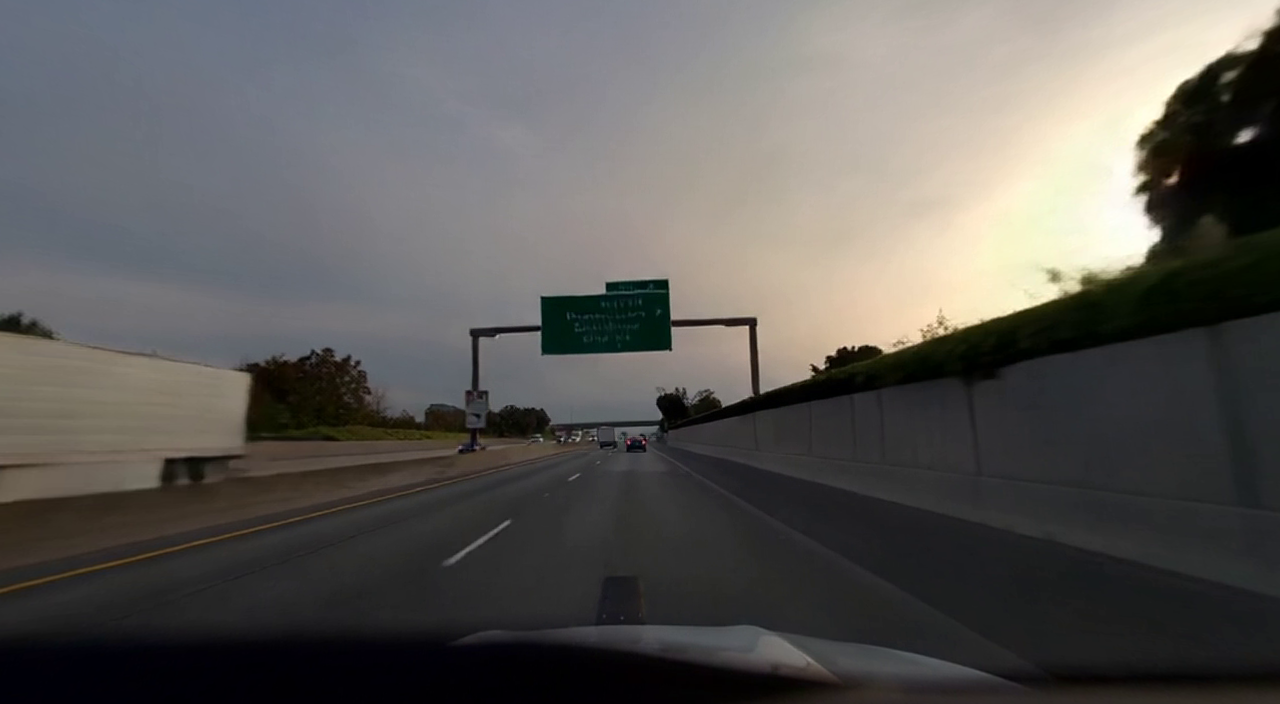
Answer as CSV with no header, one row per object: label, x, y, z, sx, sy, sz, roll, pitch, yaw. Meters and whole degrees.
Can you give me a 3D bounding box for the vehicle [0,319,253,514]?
vehicle,-14.468,1.651,15.281,2.855,3.907,11.604,1,-8,-1
